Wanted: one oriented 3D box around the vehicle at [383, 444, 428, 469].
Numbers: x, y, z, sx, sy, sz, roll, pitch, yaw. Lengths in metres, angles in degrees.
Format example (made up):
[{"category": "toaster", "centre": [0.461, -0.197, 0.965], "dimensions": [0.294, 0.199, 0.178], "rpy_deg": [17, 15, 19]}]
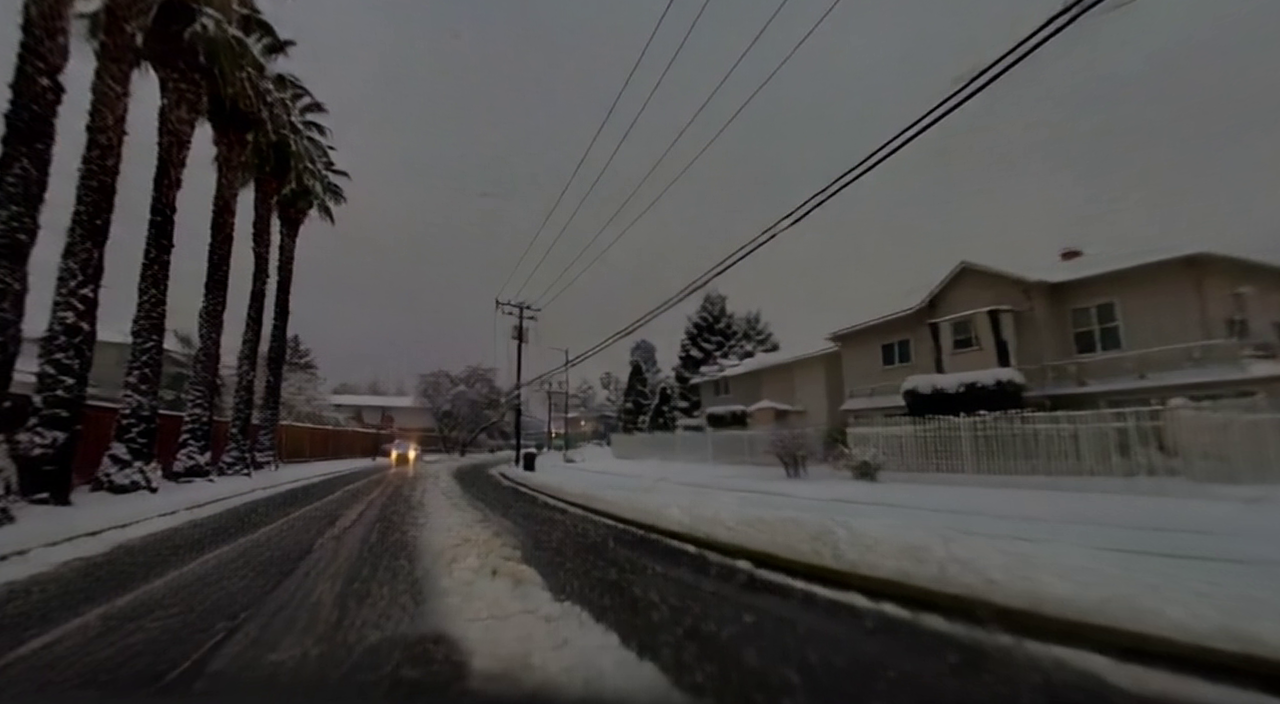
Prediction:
[{"category": "vehicle", "centre": [-17.498, 7.823, 47.361], "dimensions": [2.208, 1.758, 4.529], "rpy_deg": [1, -8, -8]}]
